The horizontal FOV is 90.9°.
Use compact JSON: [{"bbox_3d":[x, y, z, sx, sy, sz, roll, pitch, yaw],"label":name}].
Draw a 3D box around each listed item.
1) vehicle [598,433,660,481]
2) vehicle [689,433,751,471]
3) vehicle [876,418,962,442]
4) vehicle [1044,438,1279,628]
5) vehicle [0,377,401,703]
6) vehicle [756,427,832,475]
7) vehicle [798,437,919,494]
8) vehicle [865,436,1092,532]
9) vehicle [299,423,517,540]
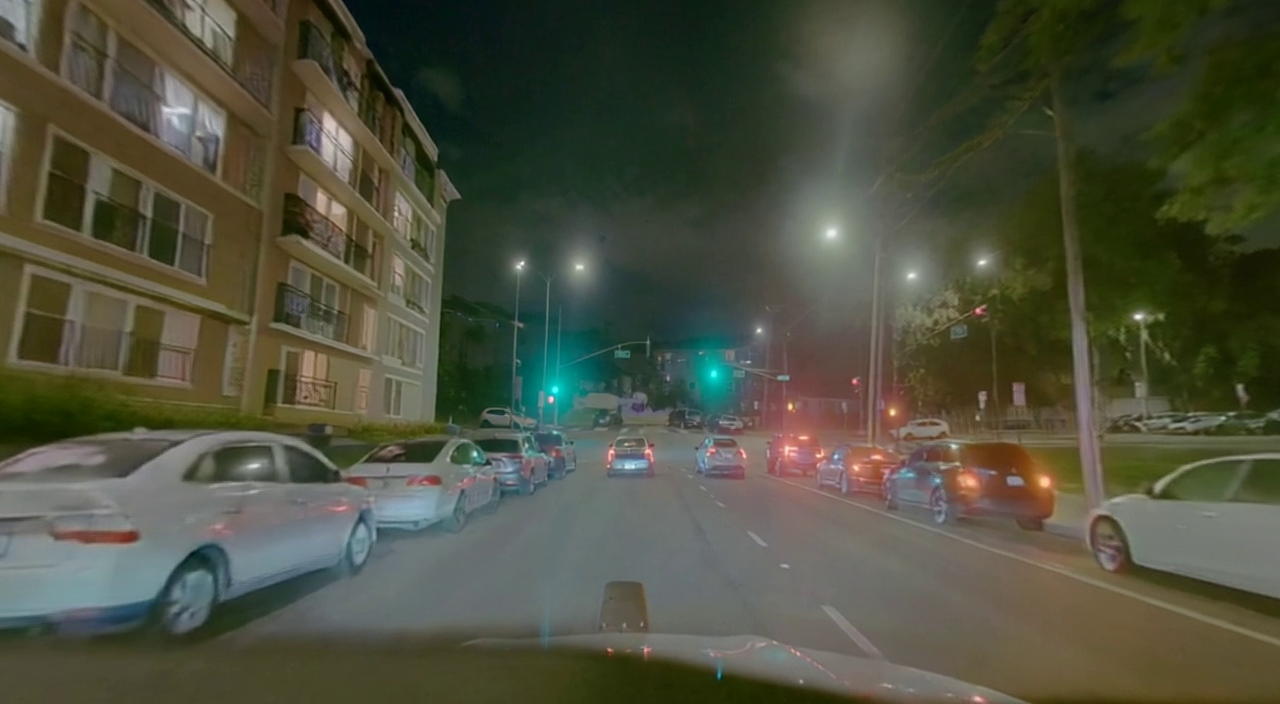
[{"bbox_3d":[-0.325,3.532,21.499,1.923,1.460,3.923,0,-8,0],"label":"vehicle"},{"bbox_3d":[3.250,4.193,26.649,2.055,1.450,4.676,0,-8,1],"label":"vehicle"},{"bbox_3d":[18.460,5.228,41.875,4.738,1.537,1.960,-1,-9,3],"label":"vehicle"},{"bbox_3d":[6.165,1.556,5.744,1.980,1.518,4.526,0,-8,0],"label":"vehicle"},{"bbox_3d":[-3.714,1.240,5.220,1.831,1.650,3.852,0,-8,2],"label":"vehicle"},{"bbox_3d":[6.188,4.044,25.877,1.999,1.752,4.502,0,-8,0],"label":"vehicle"},{"bbox_3d":[6.193,3.265,18.508,1.962,1.438,4.440,0,-8,0],"label":"vehicle"},{"bbox_3d":[6.116,2.410,12.135,1.938,1.487,4.371,0,-8,0],"label":"vehicle"},{"bbox_3d":[-3.449,2.013,10.452,1.869,1.491,4.458,0,-8,1],"label":"vehicle"}]
